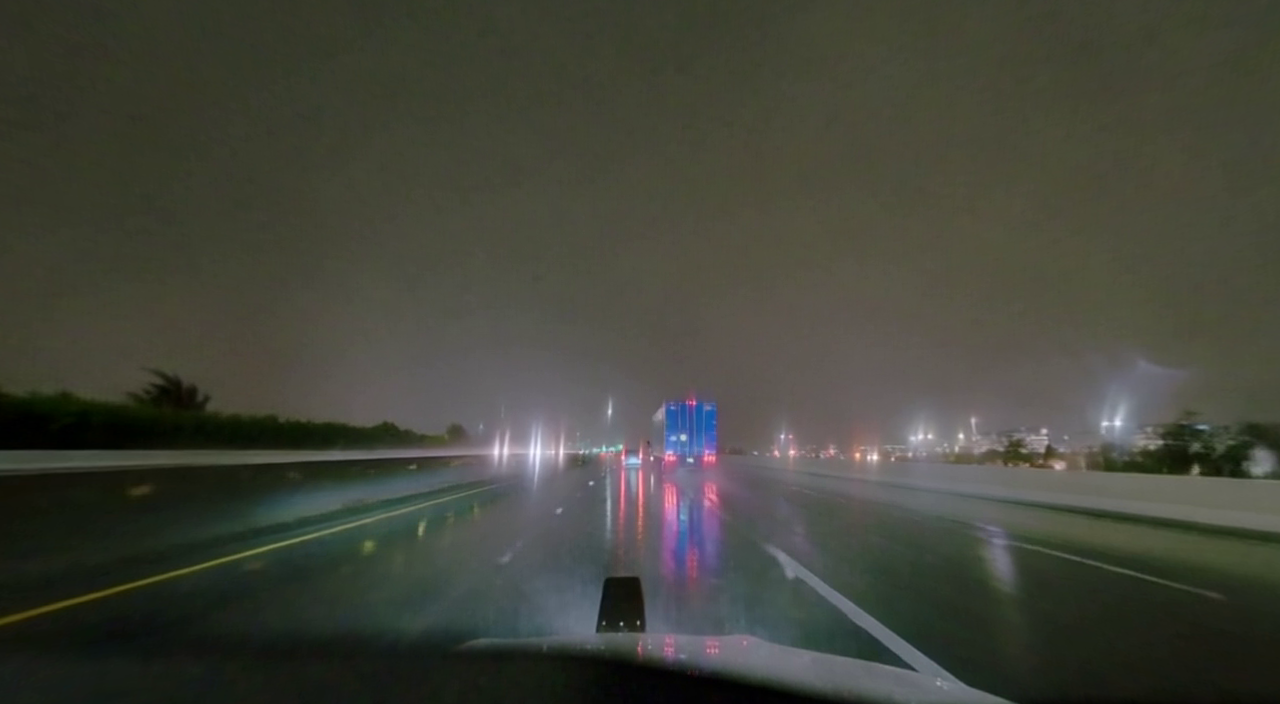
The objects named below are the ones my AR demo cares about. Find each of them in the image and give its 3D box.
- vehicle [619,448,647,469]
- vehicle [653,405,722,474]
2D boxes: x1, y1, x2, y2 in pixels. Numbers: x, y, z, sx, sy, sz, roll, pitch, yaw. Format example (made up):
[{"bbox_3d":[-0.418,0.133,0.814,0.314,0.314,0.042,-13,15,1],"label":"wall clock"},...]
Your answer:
[{"bbox_3d":[-0.498,7.529,44.741,1.898,1.438,4.053,0,-9,-1],"label":"vehicle"},{"bbox_3d":[3.068,6.580,46.633,3.462,4.177,16.311,0,-9,-1],"label":"vehicle"}]
